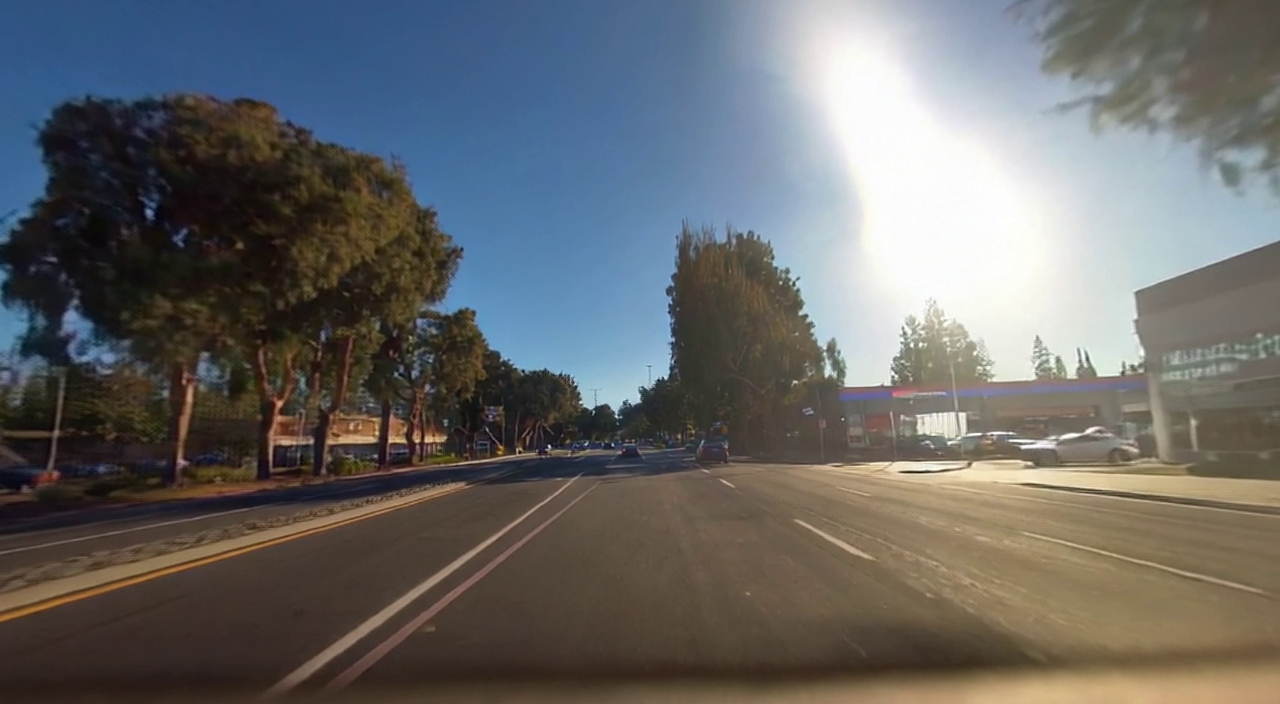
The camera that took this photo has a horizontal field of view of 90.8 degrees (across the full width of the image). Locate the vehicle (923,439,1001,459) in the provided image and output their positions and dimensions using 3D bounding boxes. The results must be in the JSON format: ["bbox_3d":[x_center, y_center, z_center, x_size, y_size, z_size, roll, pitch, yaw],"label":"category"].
[{"bbox_3d":[23.524,7.114,46.346,1.886,1.438,4.742,6,-10,-33],"label":"vehicle"}]

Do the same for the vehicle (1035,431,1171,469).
[{"bbox_3d":[22.794,4.850,31.322,2.086,1.730,4.913,6,-11,-35],"label":"vehicle"}]

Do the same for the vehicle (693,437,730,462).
[{"bbox_3d":[4.903,6.727,43.629,1.957,1.643,4.226,0,-9,-1],"label":"vehicle"}]
